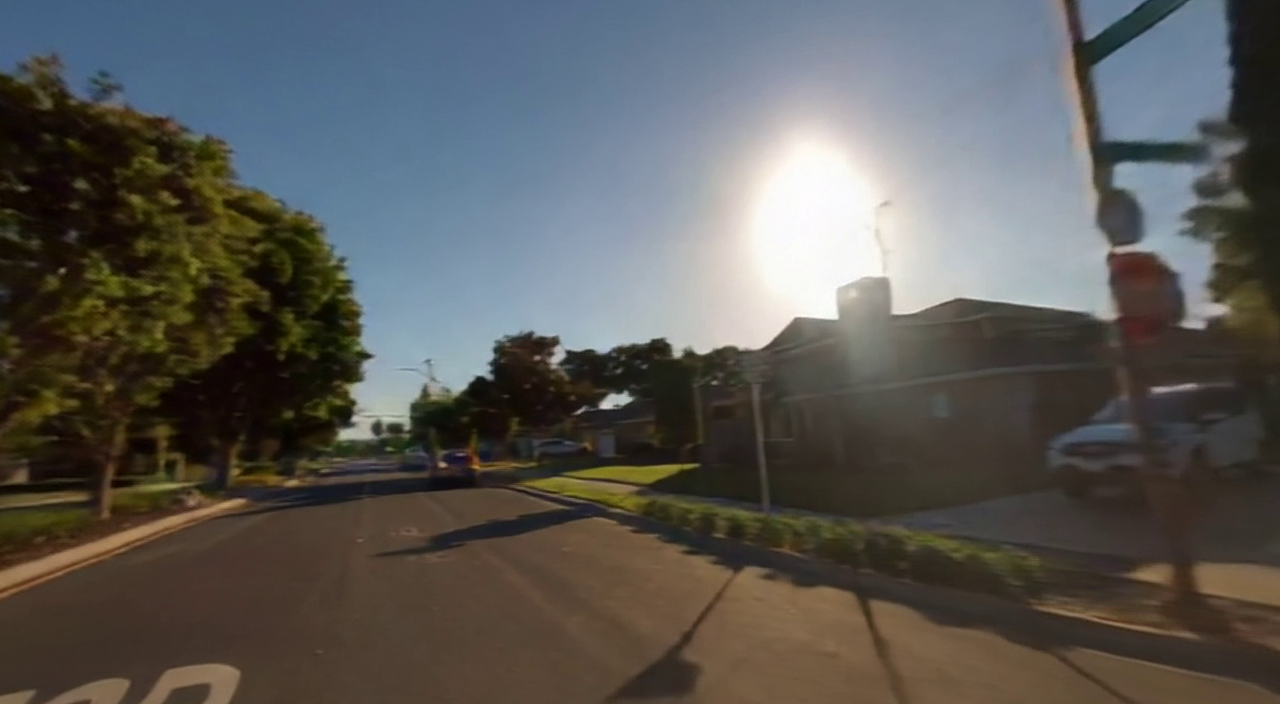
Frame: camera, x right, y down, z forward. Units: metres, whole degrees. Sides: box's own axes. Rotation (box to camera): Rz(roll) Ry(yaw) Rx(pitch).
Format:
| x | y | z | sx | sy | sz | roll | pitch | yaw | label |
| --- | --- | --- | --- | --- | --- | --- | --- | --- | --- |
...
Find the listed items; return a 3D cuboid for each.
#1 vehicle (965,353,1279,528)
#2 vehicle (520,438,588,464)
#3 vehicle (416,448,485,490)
| x | y | z | sx | sy | sz | roll | pitch | yaw | label |
| --- | --- | --- | --- | --- | --- | --- | --- | --- | --- |
| 8.088 | 1.104 | 9.371 | 5.980 | 1.915 | 2.286 | -1 | -6 | -23 | vehicle |
| -5.347 | 6.144 | 39.372 | 3.827 | 1.512 | 1.855 | 3 | -9 | -24 | vehicle |
| -8.068 | 4.860 | 26.587 | 1.979 | 1.524 | 4.578 | 4 | -9 | -26 | vehicle |
